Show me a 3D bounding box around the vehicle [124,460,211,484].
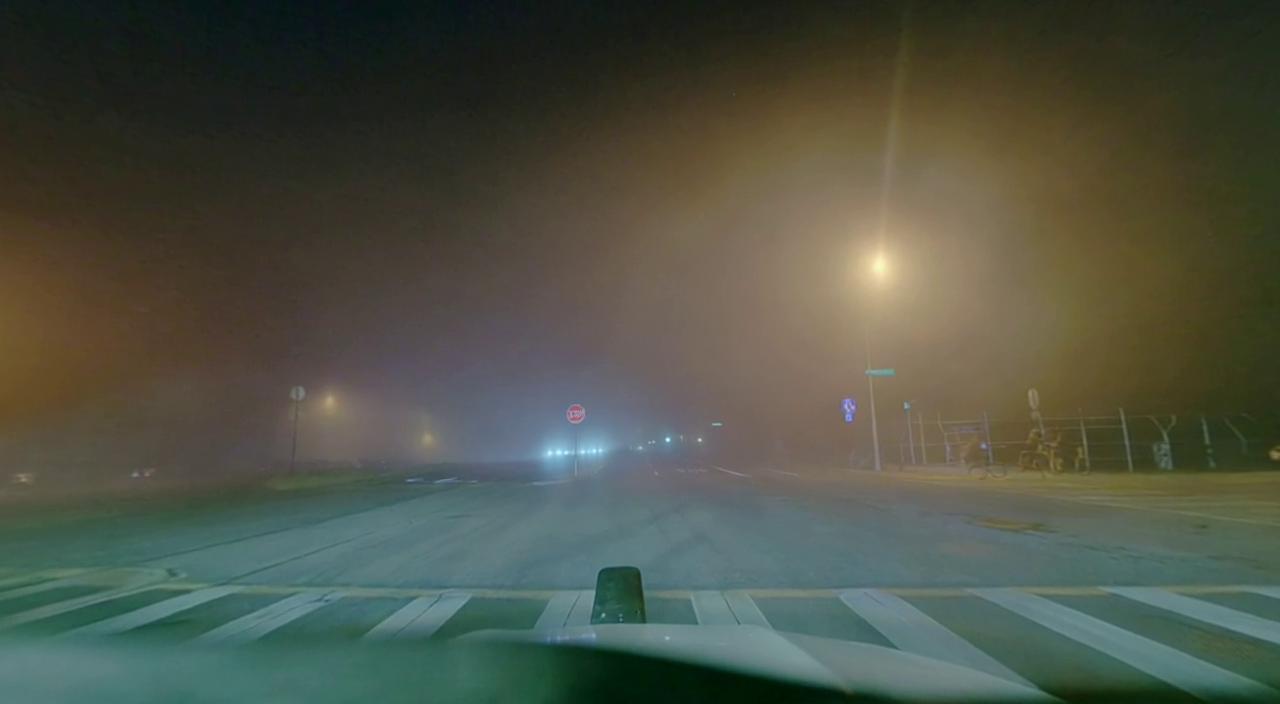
[{"bbox_3d":[-33.679,8.543,45.131,4.569,1.558,1.903,0,-9,-6],"label":"vehicle"}]

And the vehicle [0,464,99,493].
[{"bbox_3d":[-34.130,7.232,36.338,4.210,1.528,1.932,0,-9,0],"label":"vehicle"}]
